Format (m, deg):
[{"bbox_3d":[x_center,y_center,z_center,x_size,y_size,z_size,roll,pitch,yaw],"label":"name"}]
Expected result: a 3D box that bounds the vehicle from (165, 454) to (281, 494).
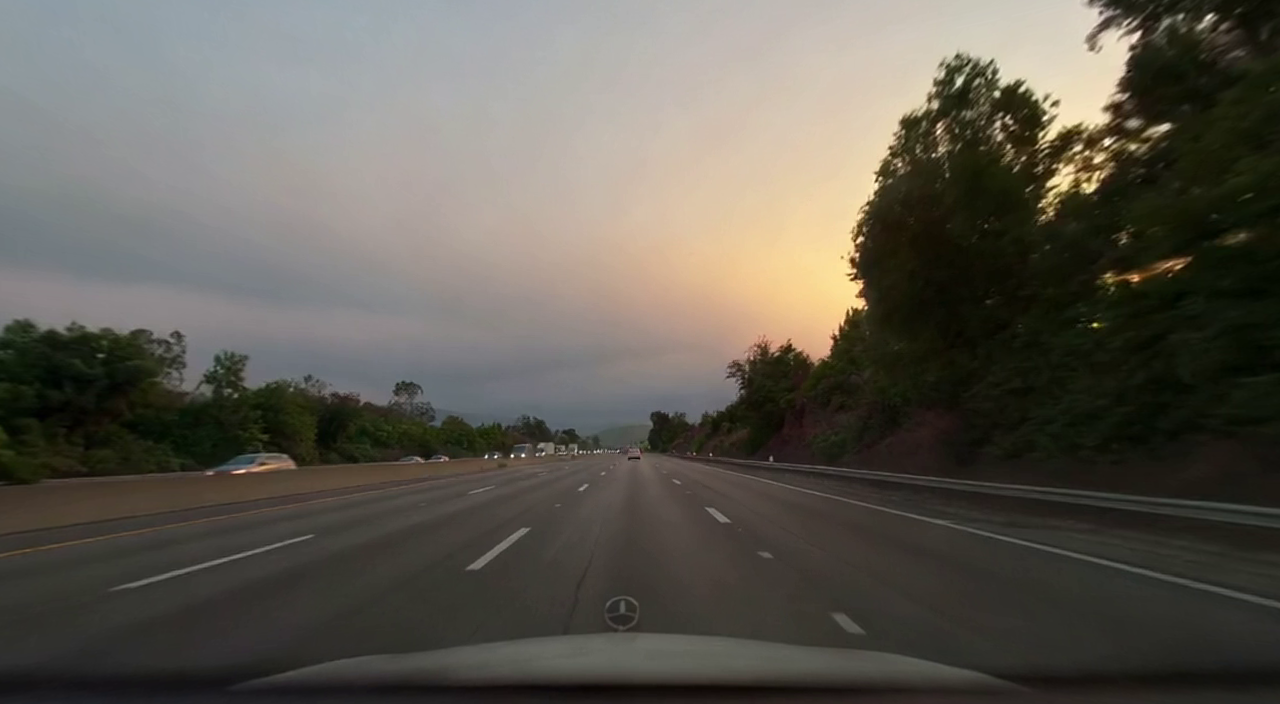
[{"bbox_3d":[-18.273,5.309,27.759,1.907,1.561,4.611,0,-9,1],"label":"vehicle"}]
